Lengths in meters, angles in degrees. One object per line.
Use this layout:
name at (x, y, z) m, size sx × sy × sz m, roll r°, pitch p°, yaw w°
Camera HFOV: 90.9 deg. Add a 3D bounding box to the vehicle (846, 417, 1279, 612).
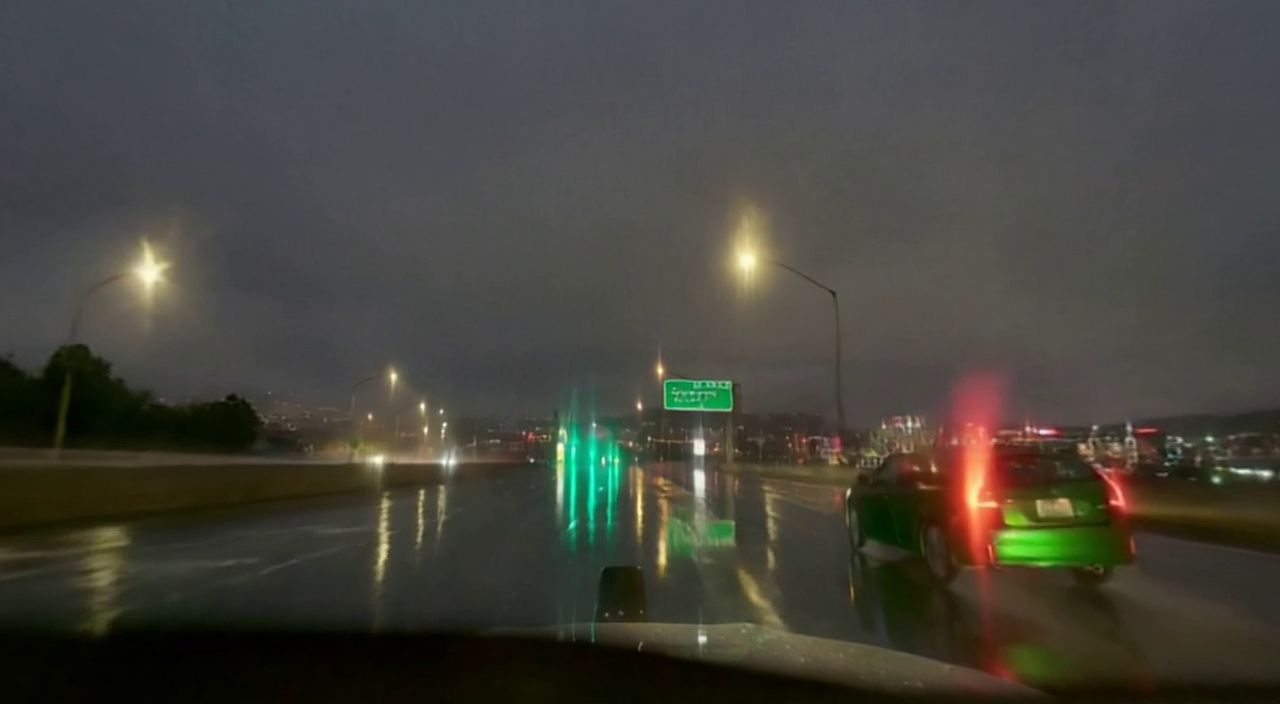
vehicle at (4.314, 1.692, 7.552) m, size 2.104 × 1.575 × 4.698 m, roll 0°, pitch -9°, yaw 0°
